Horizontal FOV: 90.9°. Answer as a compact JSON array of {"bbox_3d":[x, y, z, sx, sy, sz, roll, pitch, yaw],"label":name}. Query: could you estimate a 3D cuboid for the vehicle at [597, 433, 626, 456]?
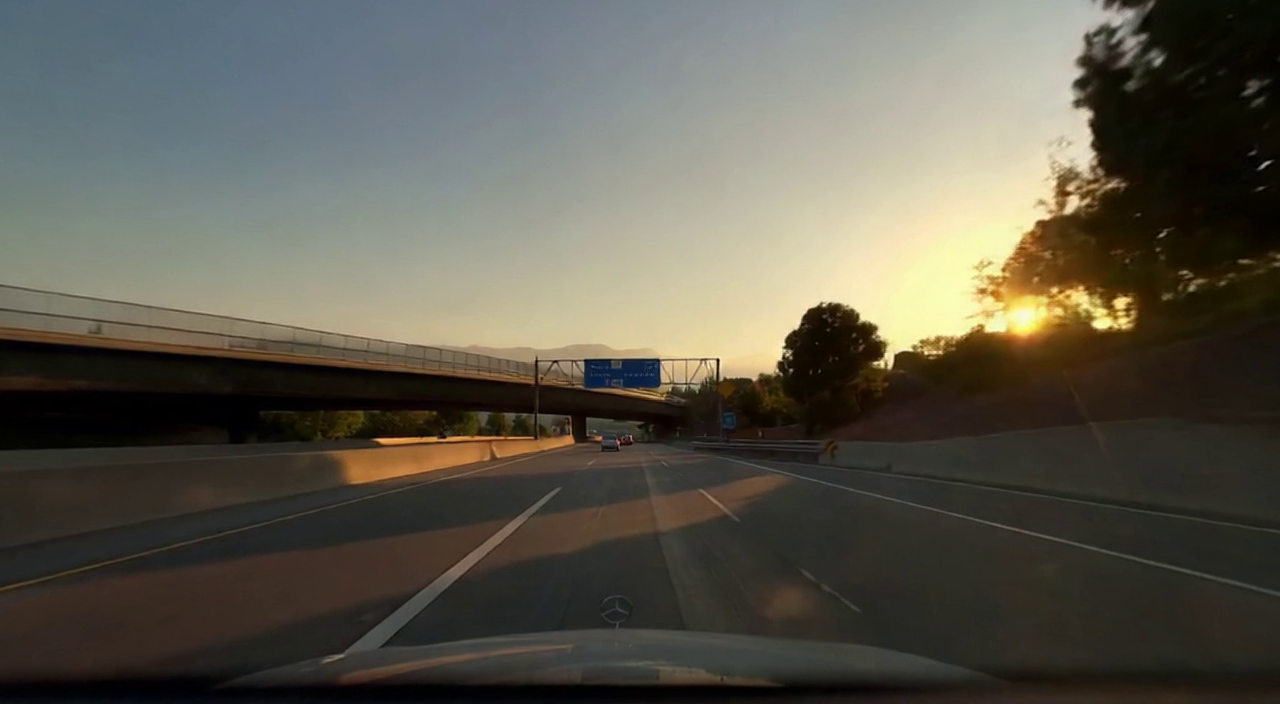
[{"bbox_3d":[-2.040,6.683,45.660,1.993,1.519,4.046,0,-8,-2],"label":"vehicle"}]
